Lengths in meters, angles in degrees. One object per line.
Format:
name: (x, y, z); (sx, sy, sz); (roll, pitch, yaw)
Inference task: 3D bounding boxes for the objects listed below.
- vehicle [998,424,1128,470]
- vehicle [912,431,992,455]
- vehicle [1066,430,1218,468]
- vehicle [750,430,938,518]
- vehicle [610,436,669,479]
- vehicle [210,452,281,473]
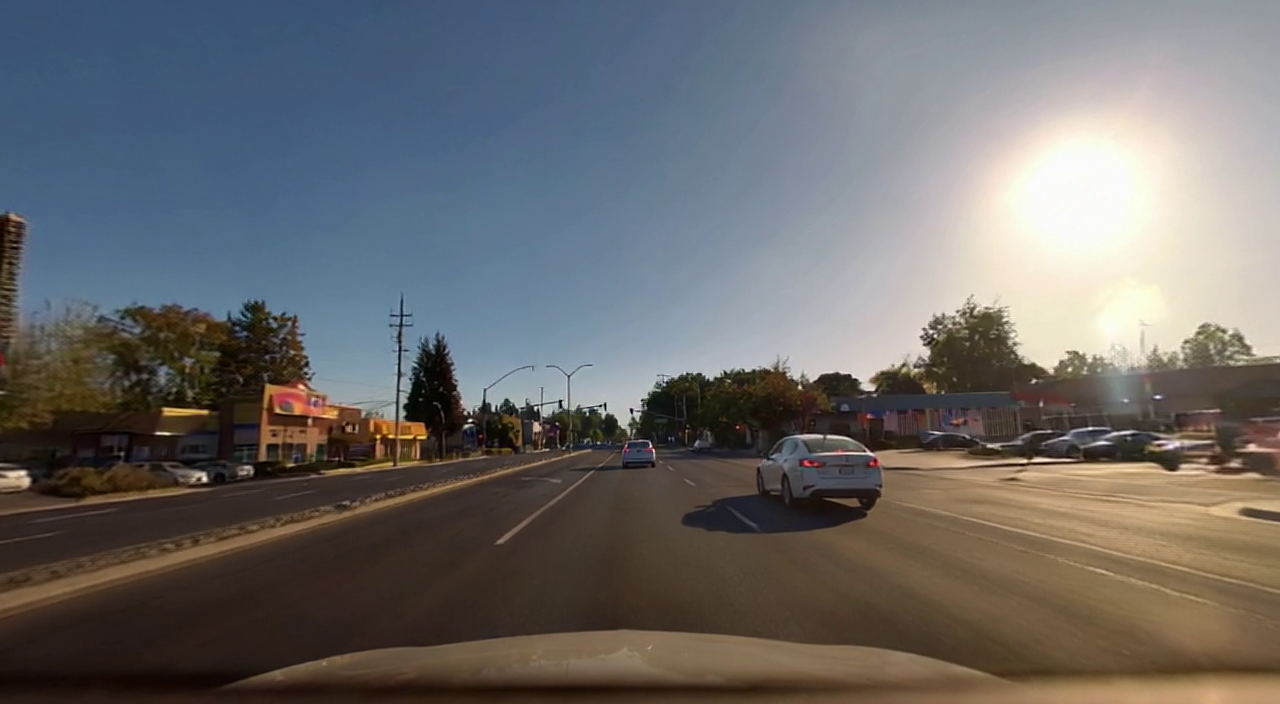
vehicle: (20.495, 4.622, 30.643); (4.697, 1.832, 2.092); (-4, -9, -1)
vehicle: (20.546, 6.011, 41.527); (4.296, 1.496, 1.891); (1, -9, -8)
vehicle: (21.669, 4.217, 27.318); (4.763, 1.544, 2.047); (0, -9, 2)
vehicle: (3.836, 2.400, 12.949); (2.153, 1.456, 4.705); (0, -9, -2)
vehicle: (-0.057, 3.826, 23.039); (1.998, 1.452, 3.773); (0, -8, -1)
vehicle: (-29.813, 8.328, 47.639); (4.155, 1.486, 1.706); (0, -8, -2)
